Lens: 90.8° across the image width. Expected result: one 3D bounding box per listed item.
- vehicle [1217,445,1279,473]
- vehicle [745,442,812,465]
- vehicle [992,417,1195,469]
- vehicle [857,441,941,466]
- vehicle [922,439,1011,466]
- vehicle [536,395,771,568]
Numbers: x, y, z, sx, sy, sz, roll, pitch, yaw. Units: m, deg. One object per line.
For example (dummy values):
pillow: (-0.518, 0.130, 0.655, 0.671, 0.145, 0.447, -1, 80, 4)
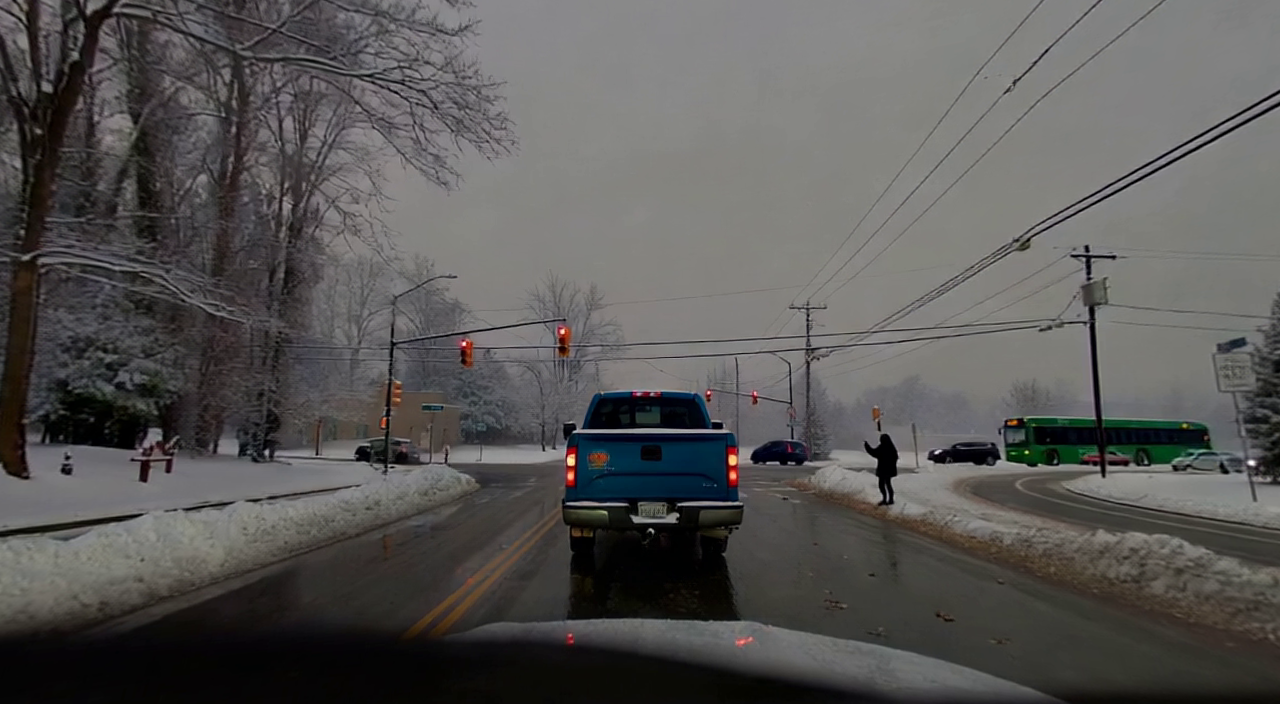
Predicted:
vehicle: (41.371, 6.972, 41.269, 5.426, 1.728, 1.999, 0, -8, -2)
vehicle: (10.219, 7.478, 46.608, 4.560, 1.592, 1.956, -4, -9, 19)
vehicle: (29.368, 5.965, 41.252, 10.726, 3.128, 3.003, -1, -8, 1)
vehicle: (16.818, 6.610, 41.211, 4.578, 1.490, 1.935, -1, -8, 3)
vehicle: (23.412, 7.208, 45.431, 5.235, 1.878, 2.107, 0, -8, -2)
vehicle: (0.111, 1.899, 10.139, 2.707, 1.964, 5.485, 0, -8, -1)
